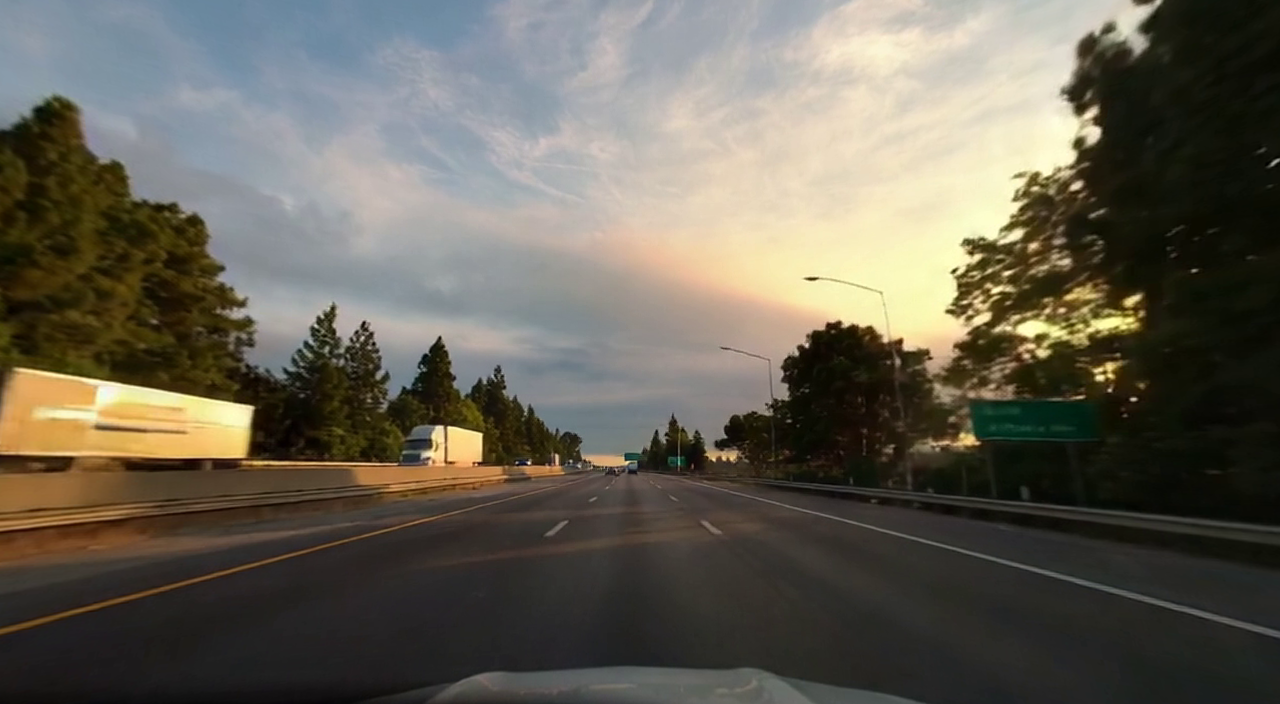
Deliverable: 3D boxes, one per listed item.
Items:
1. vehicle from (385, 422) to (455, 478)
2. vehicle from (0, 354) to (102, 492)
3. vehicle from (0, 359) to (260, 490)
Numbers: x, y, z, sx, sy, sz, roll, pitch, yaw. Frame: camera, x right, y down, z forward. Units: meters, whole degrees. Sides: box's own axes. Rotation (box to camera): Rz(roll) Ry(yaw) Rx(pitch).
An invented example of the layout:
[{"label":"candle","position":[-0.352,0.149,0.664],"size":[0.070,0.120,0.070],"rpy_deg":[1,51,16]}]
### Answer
[{"label":"vehicle","position":[-16.288,7.404,47.208],"size":[2.975,3.883,5.859],"rpy_deg":[1,-11,0]},{"label":"vehicle","position":[-19.715,2.054,18.155],"size":[2.969,3.859,5.793],"rpy_deg":[1,-10,-1]},{"label":"vehicle","position":[-19.854,3.176,24.153],"size":[2.745,3.746,12.715],"rpy_deg":[1,-10,-1]}]
